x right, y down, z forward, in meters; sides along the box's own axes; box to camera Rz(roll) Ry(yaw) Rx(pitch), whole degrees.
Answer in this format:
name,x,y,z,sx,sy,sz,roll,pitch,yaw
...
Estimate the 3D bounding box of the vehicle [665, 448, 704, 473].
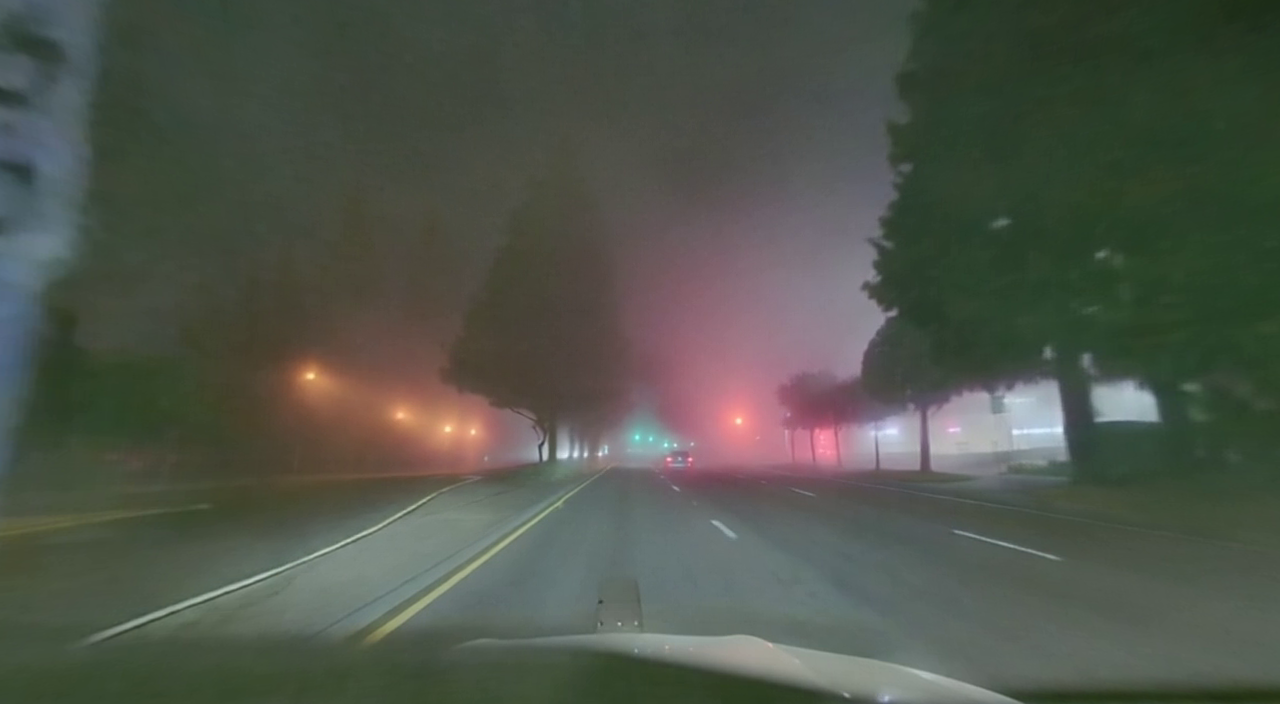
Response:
name,x,y,z,sx,sy,sz,roll,pitch,yaw
vehicle,2.782,6.876,40.124,2.015,1.479,4.444,0,-9,-2
